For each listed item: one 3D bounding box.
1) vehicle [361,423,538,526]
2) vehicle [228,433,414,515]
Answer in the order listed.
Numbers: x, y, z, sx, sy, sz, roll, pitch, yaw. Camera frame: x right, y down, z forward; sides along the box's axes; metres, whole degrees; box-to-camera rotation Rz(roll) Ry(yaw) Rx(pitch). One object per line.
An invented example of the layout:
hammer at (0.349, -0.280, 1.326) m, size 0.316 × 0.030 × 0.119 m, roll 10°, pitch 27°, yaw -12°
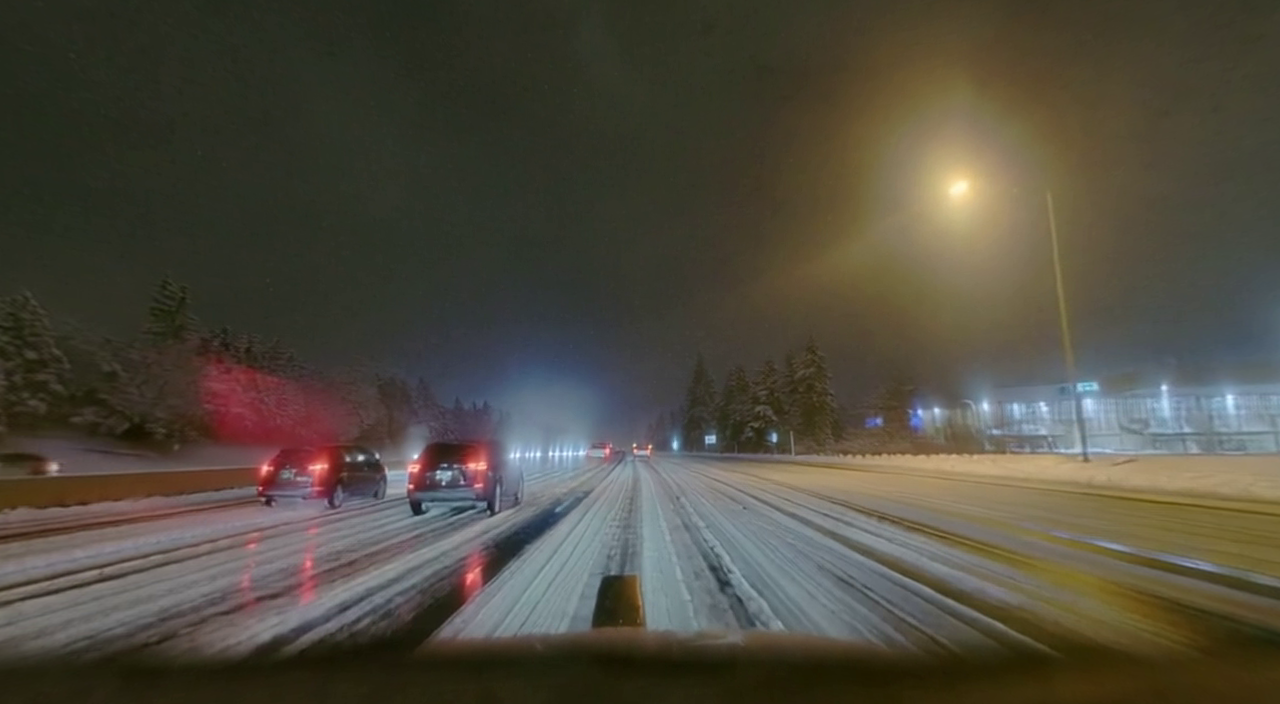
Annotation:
vehicle at (-3.570, 2.405, 12.843) m, size 2.158 × 1.717 × 4.375 m, roll -1°, pitch -9°, yaw 1°
vehicle at (-7.425, 2.878, 15.327) m, size 2.071 × 1.661 × 4.540 m, roll 0°, pitch -9°, yaw 1°
